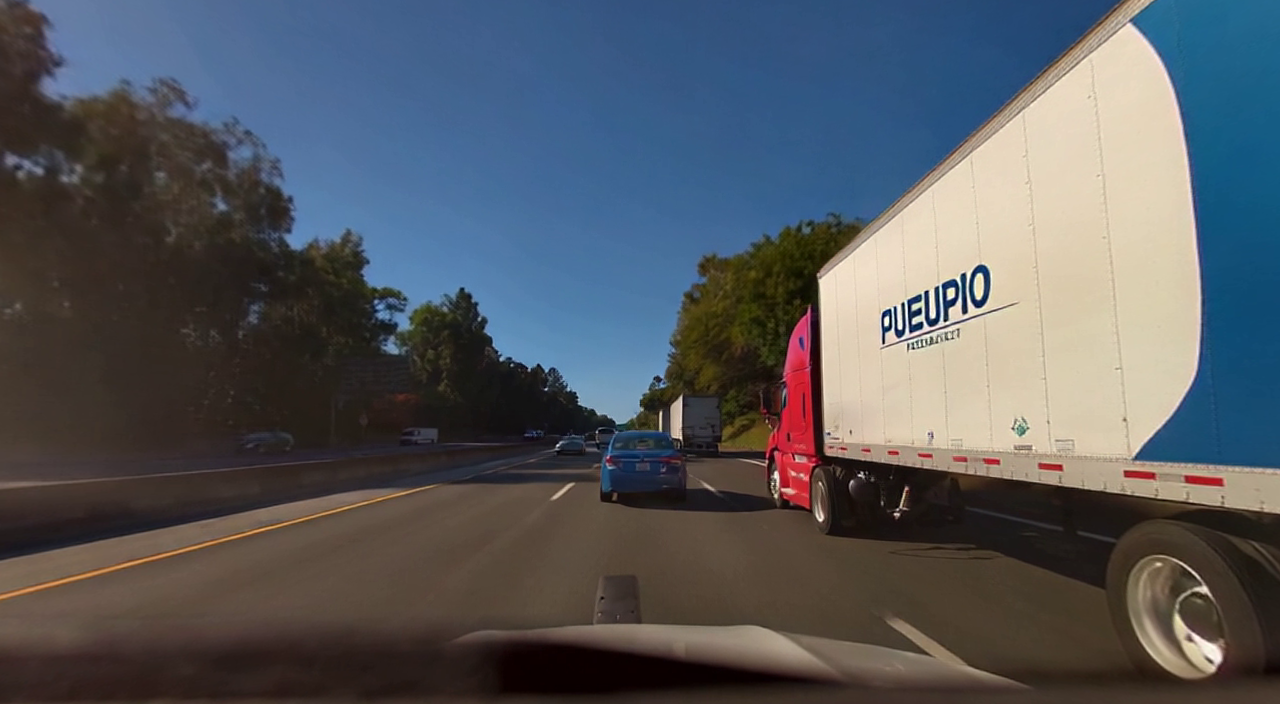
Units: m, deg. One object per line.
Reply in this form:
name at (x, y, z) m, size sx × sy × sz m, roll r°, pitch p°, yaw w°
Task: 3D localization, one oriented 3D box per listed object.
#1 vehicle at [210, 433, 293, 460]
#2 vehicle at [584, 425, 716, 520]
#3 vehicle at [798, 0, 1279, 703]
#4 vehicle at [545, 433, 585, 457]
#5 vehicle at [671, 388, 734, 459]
vehicle at (-22.536, 5.459, 36.747) m, size 1.869 × 1.465 × 4.533 m, roll 0°, pitch -8°, yaw 2°
vehicle at (0.130, 2.088, 11.491) m, size 2.021 × 1.435 × 3.611 m, roll 0°, pitch -8°, yaw -1°
vehicle at (4.143, -0.207, 3.550) m, size 2.816 × 4.070 × 14.136 m, roll 0°, pitch -8°, yaw 0°
vehicle at (-4.700, 5.873, 40.156) m, size 1.983 × 1.434 × 4.451 m, roll 0°, pitch -8°, yaw 0°
vehicle at (3.946, 5.001, 43.099) m, size 2.869 × 4.067 × 13.731 m, roll 0°, pitch -8°, yaw 0°
